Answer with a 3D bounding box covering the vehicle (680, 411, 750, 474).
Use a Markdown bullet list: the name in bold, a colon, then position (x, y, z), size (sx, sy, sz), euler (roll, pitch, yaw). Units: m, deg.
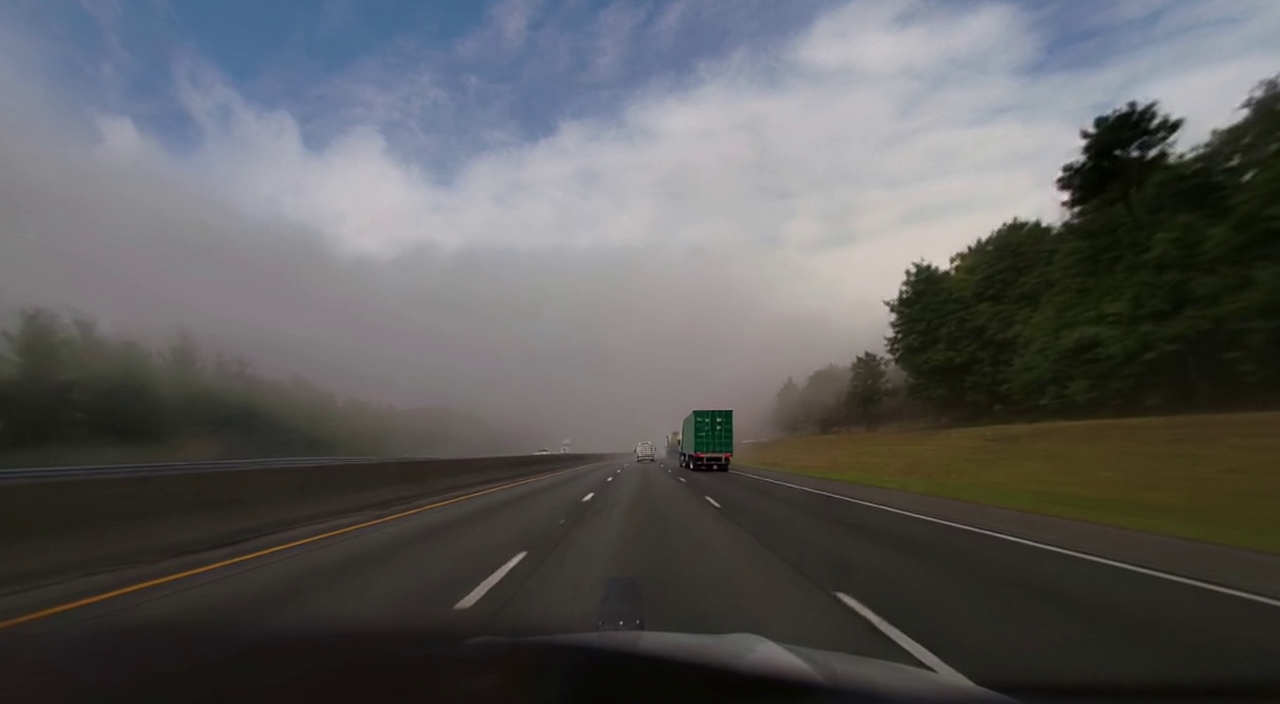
- **vehicle**: position (4.327, 5.537, 38.372), size (2.960, 3.381, 8.914), euler (0, -9, -1)
